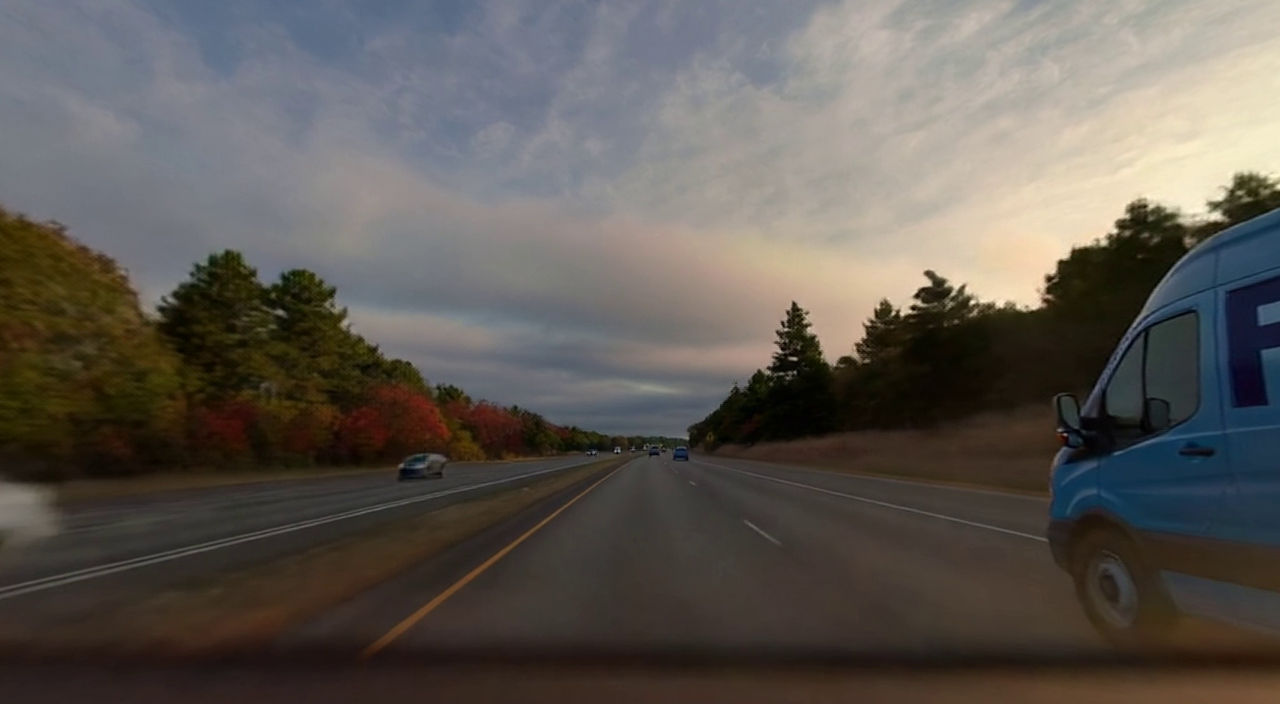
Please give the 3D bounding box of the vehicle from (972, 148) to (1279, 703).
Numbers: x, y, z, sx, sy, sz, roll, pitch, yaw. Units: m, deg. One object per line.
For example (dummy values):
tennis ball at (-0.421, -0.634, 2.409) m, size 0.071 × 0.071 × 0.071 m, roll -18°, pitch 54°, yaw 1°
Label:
vehicle at (3.924, 0.314, 1.788) m, size 2.522 × 2.556 × 6.180 m, roll 0°, pitch -9°, yaw 0°

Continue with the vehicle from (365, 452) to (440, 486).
vehicle at (-11.894, 5.867, 31.929) m, size 2.025 × 1.508 × 4.658 m, roll 0°, pitch -9°, yaw 0°
